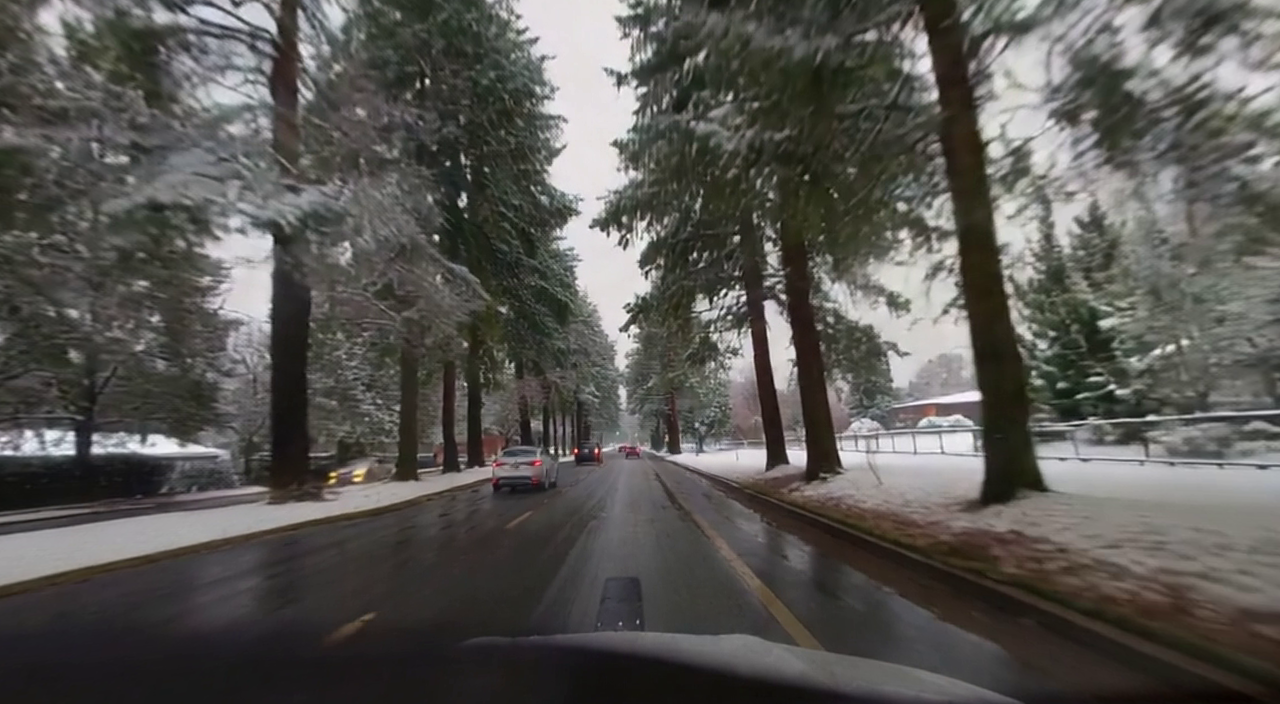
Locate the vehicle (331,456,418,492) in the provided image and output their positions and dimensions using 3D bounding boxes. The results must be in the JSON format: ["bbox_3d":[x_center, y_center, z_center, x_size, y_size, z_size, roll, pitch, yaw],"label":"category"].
[{"bbox_3d":[-11.808,5.444,28.468,1.924,1.430,4.417,0,-9,1],"label":"vehicle"}]

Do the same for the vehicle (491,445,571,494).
[{"bbox_3d":[-3.516,3.869,21.140,1.932,1.431,4.144,0,-9,0],"label":"vehicle"}]

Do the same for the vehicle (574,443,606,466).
[{"bbox_3d":[-3.847,7.938,49.049,2.077,1.725,4.153,0,-9,1],"label":"vehicle"}]
